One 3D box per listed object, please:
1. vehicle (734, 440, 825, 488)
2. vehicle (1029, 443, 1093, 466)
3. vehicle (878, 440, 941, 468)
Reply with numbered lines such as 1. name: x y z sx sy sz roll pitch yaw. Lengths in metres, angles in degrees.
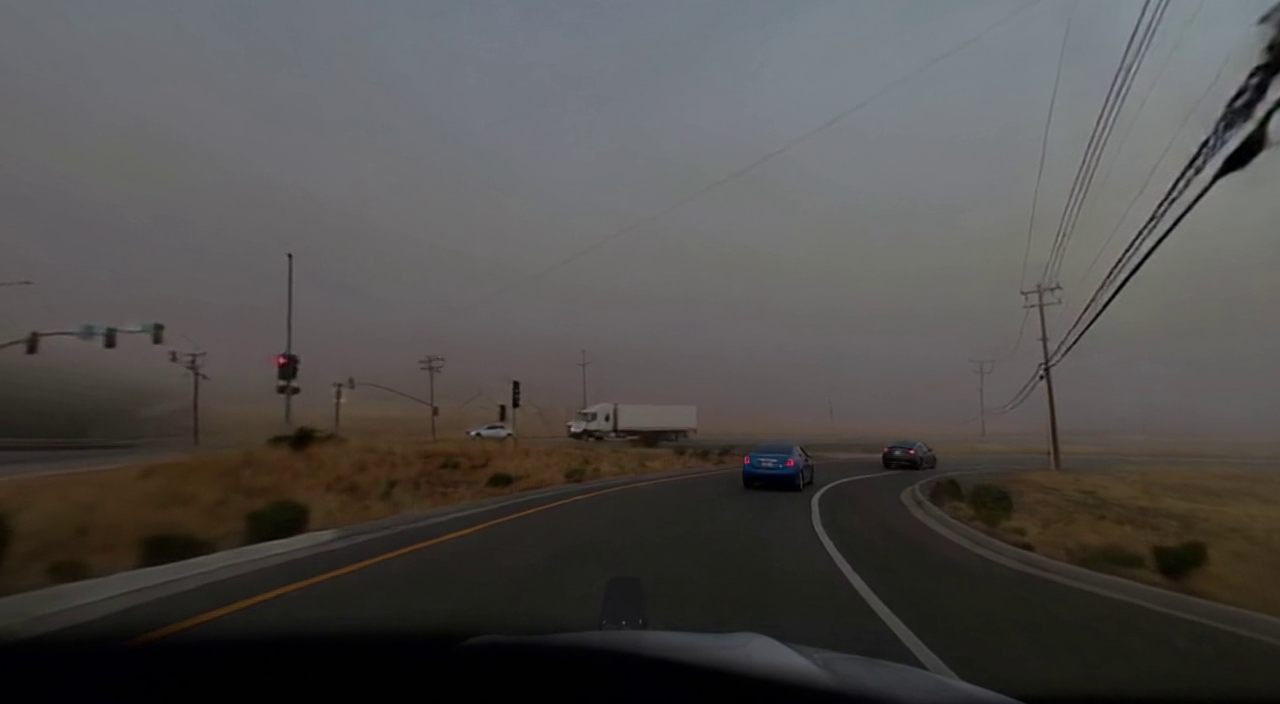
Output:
1. vehicle: 4.782 3.670 21.075 2.026 1.407 4.374 -4 -9 25
2. vehicle: 31.010 7.524 46.416 4.102 1.552 1.931 4 -9 -25
3. vehicle: 15.656 5.879 36.551 1.836 1.465 4.307 -8 -11 43
